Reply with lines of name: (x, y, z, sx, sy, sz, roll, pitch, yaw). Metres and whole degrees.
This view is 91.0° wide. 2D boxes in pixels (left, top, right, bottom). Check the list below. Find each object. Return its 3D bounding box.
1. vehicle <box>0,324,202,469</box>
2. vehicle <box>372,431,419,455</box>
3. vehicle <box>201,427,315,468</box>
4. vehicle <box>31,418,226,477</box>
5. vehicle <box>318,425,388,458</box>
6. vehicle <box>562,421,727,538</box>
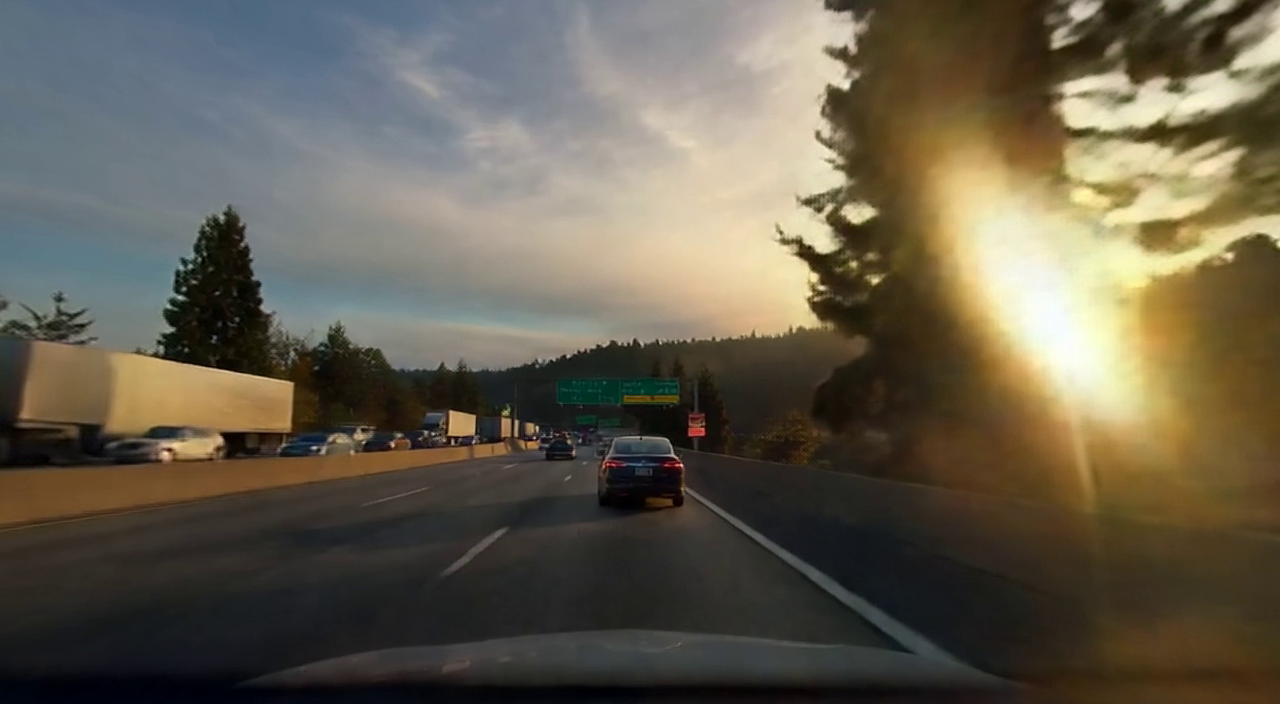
vehicle: (-18.831, 1.576, 19.557, 3.032, 3.845, 10.740, 0, -8, -3)
vehicle: (-16.118, 6.008, 41.615, 1.773, 1.481, 3.722, 0, -8, -2)
vehicle: (-15.092, 3.793, 25.167, 1.903, 1.473, 4.391, 0, -8, -2)
vehicle: (-14.629, 2.776, 18.451, 1.921, 1.507, 4.664, 0, -8, -2)
vehicle: (-15.475, 4.857, 34.199, 1.895, 1.683, 4.224, 0, -8, -2)
vehicle: (-0.022, 1.956, 10.372, 2.127, 1.497, 4.445, 0, -8, -2)
